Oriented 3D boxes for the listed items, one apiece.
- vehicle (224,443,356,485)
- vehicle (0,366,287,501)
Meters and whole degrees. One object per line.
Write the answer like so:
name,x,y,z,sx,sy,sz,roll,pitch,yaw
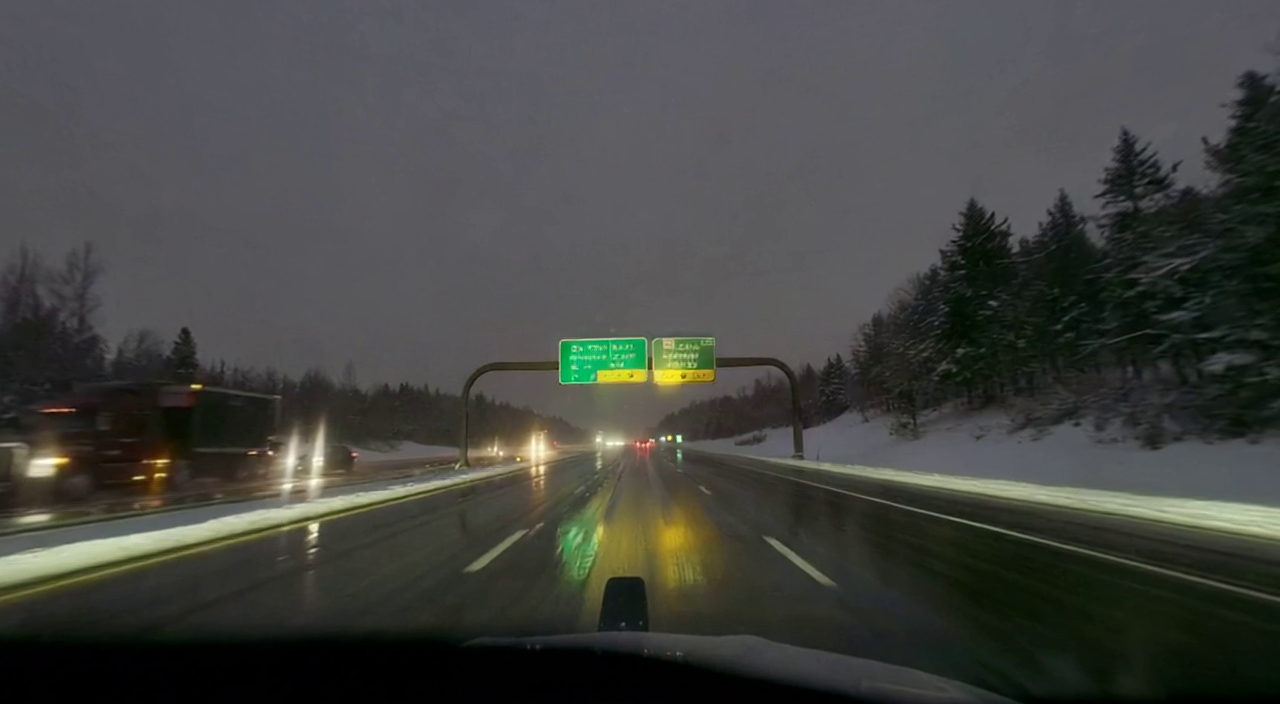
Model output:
vehicle,-17.847,5.727,32.868,2.585,1.877,7.721,0,-8,-1
vehicle,-17.659,3.098,23.447,3.016,3.899,10.357,0,-8,-1
